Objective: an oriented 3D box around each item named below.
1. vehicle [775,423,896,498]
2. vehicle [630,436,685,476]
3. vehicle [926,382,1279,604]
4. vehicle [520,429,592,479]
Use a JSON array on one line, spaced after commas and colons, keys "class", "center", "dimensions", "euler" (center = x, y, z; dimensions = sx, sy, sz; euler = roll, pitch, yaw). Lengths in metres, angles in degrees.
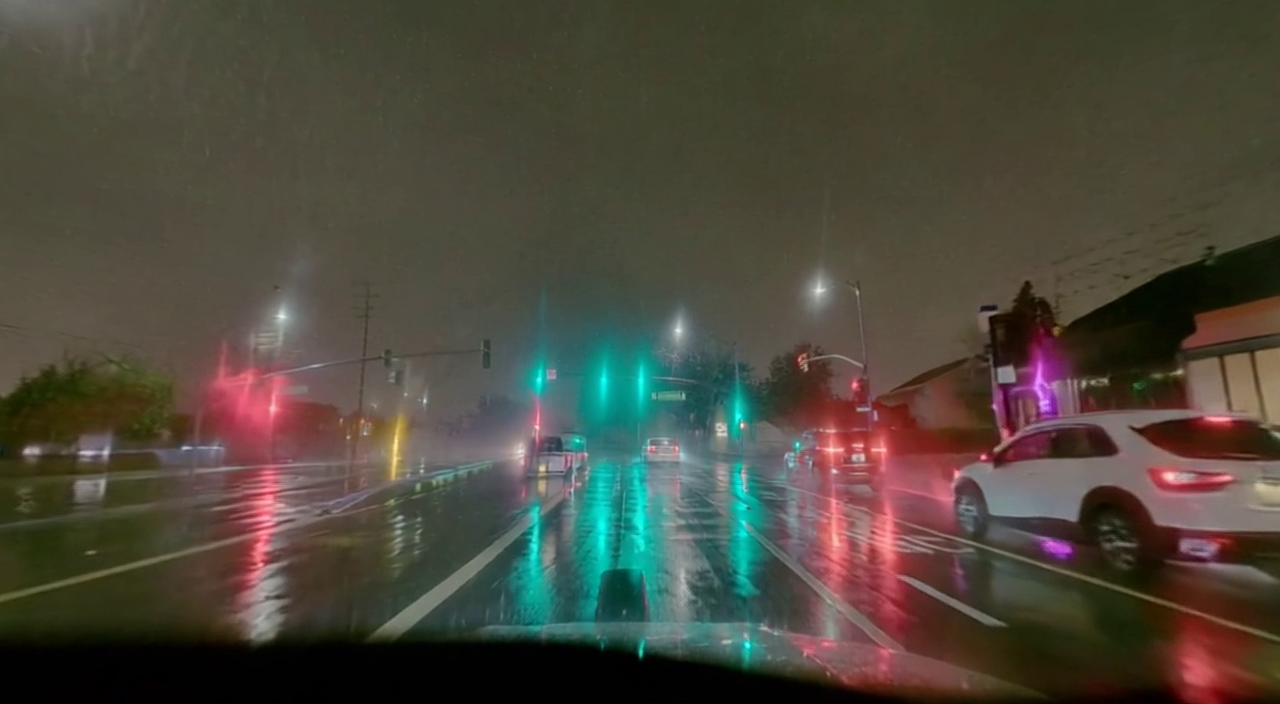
[{"class": "vehicle", "center": [5.744, 3.176, 19.262], "dimensions": [2.112, 1.966, 4.642], "euler": [-1, -7, -1]}, {"class": "vehicle", "center": [0.631, 4.215, 25.739], "dimensions": [2.075, 1.480, 3.920], "euler": [0, -8, 0]}, {"class": "vehicle", "center": [5.599, 1.425, 7.538], "dimensions": [2.069, 1.776, 4.797], "euler": [0, -7, 0]}, {"class": "vehicle", "center": [-3.147, 3.962, 24.686], "dimensions": [2.150, 1.779, 4.423], "euler": [0, -8, 1]}]
